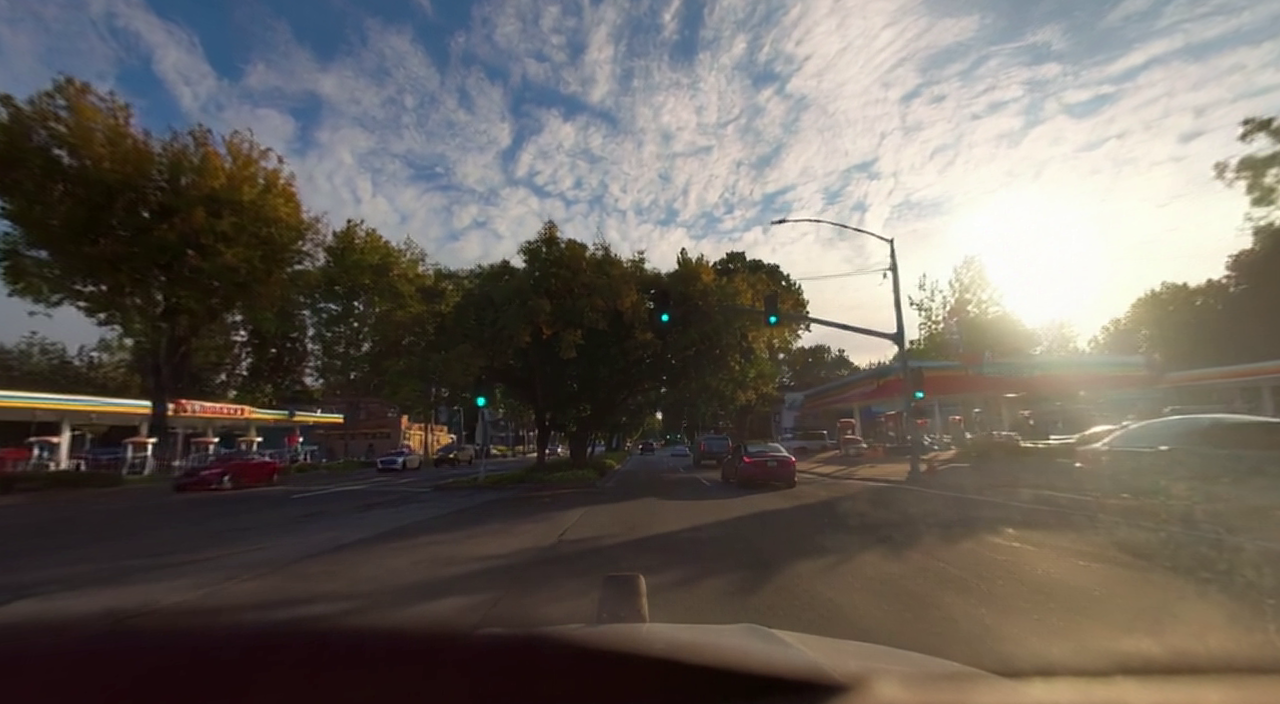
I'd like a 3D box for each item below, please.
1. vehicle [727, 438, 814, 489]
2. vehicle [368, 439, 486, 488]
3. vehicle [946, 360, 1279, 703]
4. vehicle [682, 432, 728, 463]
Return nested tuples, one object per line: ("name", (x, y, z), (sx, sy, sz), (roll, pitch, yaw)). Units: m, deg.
("vehicle", (4.039, 3.508, 20.188), (1.871, 1.442, 4.122), (0, -8, 0))
("vehicle", (-8.102, 4.250, 24.589), (2.842, 1.476, 4.980), (-3, -7, 1))
("vehicle", (3.810, 0.965, 3.436), (1.875, 1.665, 4.931), (0, -8, 1))
("vehicle", (4.412, 6.660, 43.874), (2.611, 1.983, 5.165), (0, -8, -1))
